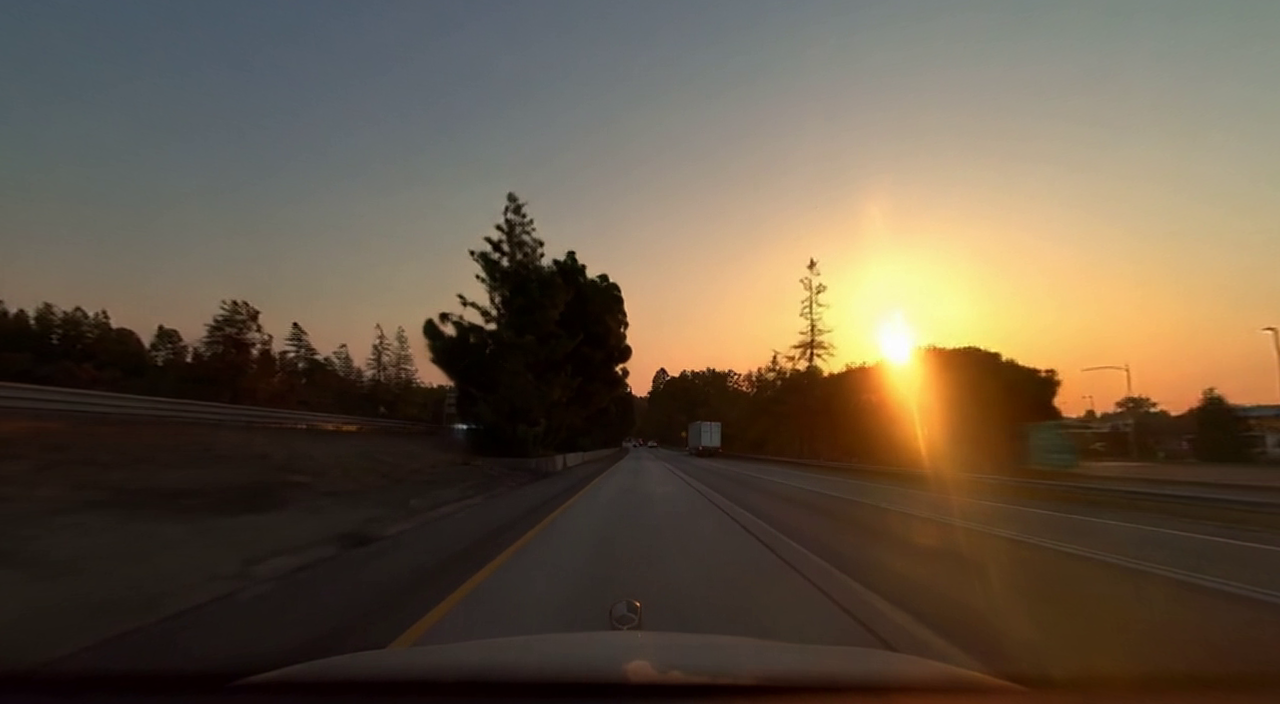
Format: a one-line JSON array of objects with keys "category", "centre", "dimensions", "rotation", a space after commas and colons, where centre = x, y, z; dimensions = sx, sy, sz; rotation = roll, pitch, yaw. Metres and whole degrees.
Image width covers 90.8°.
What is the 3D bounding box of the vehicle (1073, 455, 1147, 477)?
[{"category": "vehicle", "centre": [35.628, 8.637, 48.036], "dimensions": [1.887, 1.471, 4.865], "rotation": [0, -8, 0]}]
